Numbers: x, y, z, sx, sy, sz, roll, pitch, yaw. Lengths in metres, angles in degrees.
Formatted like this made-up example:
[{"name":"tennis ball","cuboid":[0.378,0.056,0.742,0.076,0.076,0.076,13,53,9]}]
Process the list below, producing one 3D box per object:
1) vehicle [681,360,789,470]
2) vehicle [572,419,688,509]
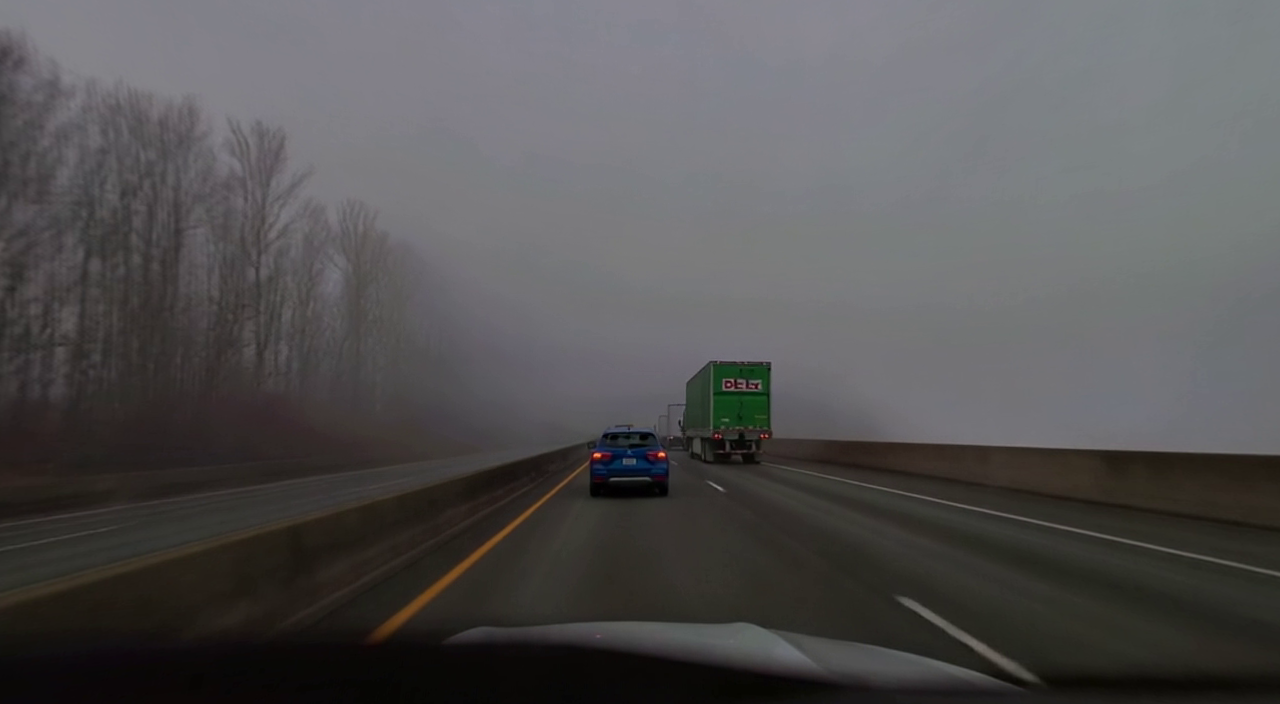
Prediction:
[{"name":"vehicle","cuboid":[3.612,2.796,26.591,2.835,3.872,8.916,0,-8,-2]},{"name":"vehicle","cuboid":[-0.223,2.244,13.140,2.062,1.581,3.914,0,-8,-1]}]
